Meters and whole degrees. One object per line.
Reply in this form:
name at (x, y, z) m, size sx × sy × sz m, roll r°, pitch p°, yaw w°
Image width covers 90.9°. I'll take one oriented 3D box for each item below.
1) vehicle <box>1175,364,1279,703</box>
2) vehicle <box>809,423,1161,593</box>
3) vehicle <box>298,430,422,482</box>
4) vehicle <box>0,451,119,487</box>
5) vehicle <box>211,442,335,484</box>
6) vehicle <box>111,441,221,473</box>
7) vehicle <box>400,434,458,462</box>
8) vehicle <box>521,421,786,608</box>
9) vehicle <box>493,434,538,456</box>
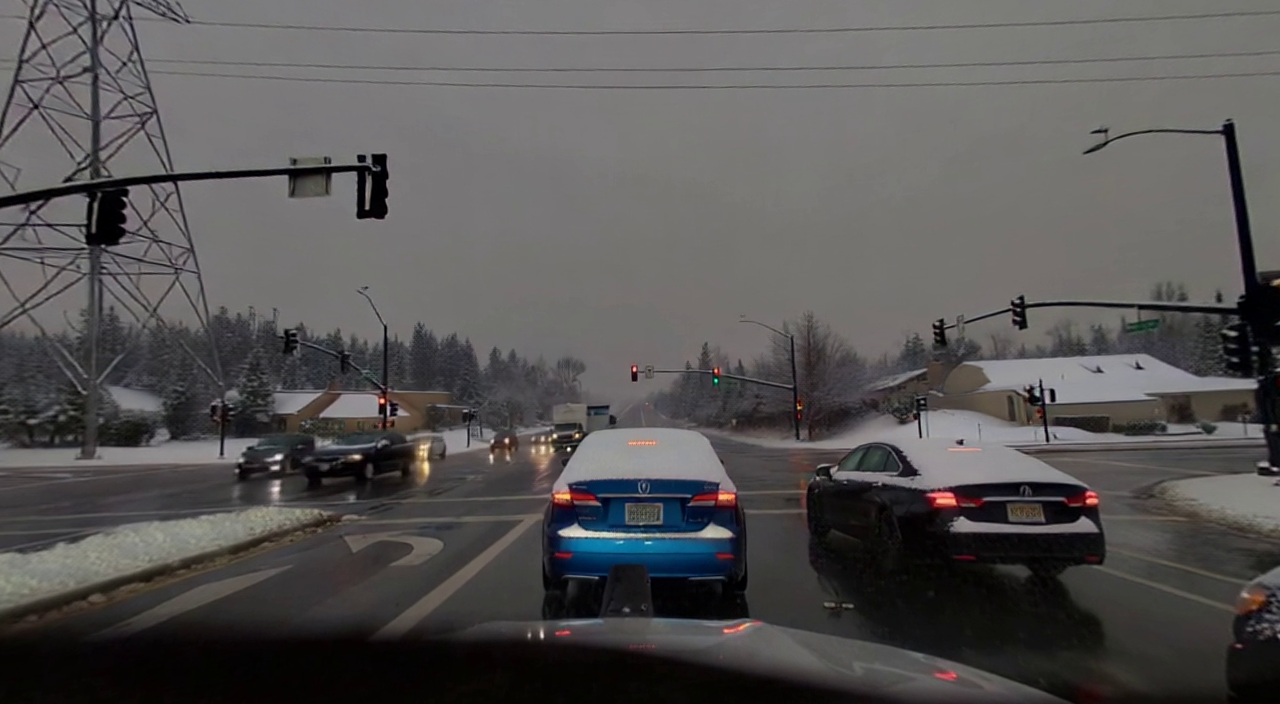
vehicle at (3.398, 0.593, 0.634) m, size 1.926 × 1.614 × 4.330 m, roll 0°, pitch -8°, yaw 1°
vehicle at (3.636, 1.688, 7.729) m, size 1.835 × 1.473 × 4.190 m, roll 0°, pitch -8°, yaw -2°
vehicle at (-10.291, 3.865, 23.729) m, size 2.239 × 1.719 × 4.948 m, roll -1°, pitch -8°, yaw 2°
vehicle at (-25.952, 5.118, 27.740) m, size 4.263 × 1.464 × 1.895 m, roll 0°, pitch -8°, yaw -1°
vehicle at (-14.053, 4.262, 24.509) m, size 1.982 × 1.469 × 4.583 m, roll 0°, pitch -8°, yaw 1°
vehicle at (-26.059, 5.773, 34.782) m, size 4.417 × 1.637 × 1.956 m, roll 0°, pitch -8°, yaw -2°
vehicle at (-13.697, 6.250, 41.249) m, size 1.955 × 1.694 × 4.625 m, roll -1°, pitch -8°, yaw 3°
vehicle at (0.096, 1.601, 7.133) m, size 2.117 × 1.474 × 4.036 m, roll 0°, pitch -8°, yaw 0°
vehicle at (-9.021, 6.793, 46.112) m, size 1.992 × 1.480 × 4.743 m, roll -1°, pitch -9°, yaw 4°
